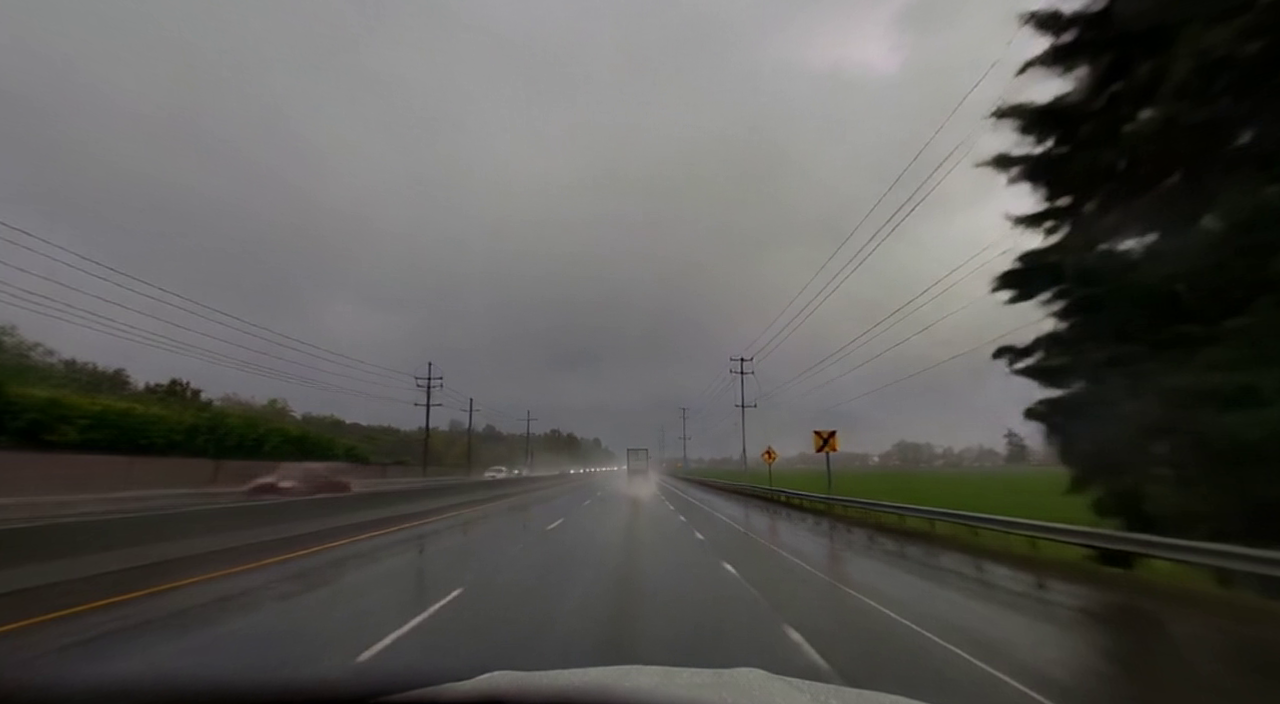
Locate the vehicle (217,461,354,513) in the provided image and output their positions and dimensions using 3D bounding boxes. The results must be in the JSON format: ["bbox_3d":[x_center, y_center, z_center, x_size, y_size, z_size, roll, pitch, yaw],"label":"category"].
[{"bbox_3d":[-11.852,4.541,21.534,1.887,1.528,4.789,1,-11,0],"label":"vehicle"}]

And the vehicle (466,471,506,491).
[{"bbox_3d":[-12.079,10.122,49.596,1.988,1.451,4.442,1,-10,0],"label":"vehicle"}]
